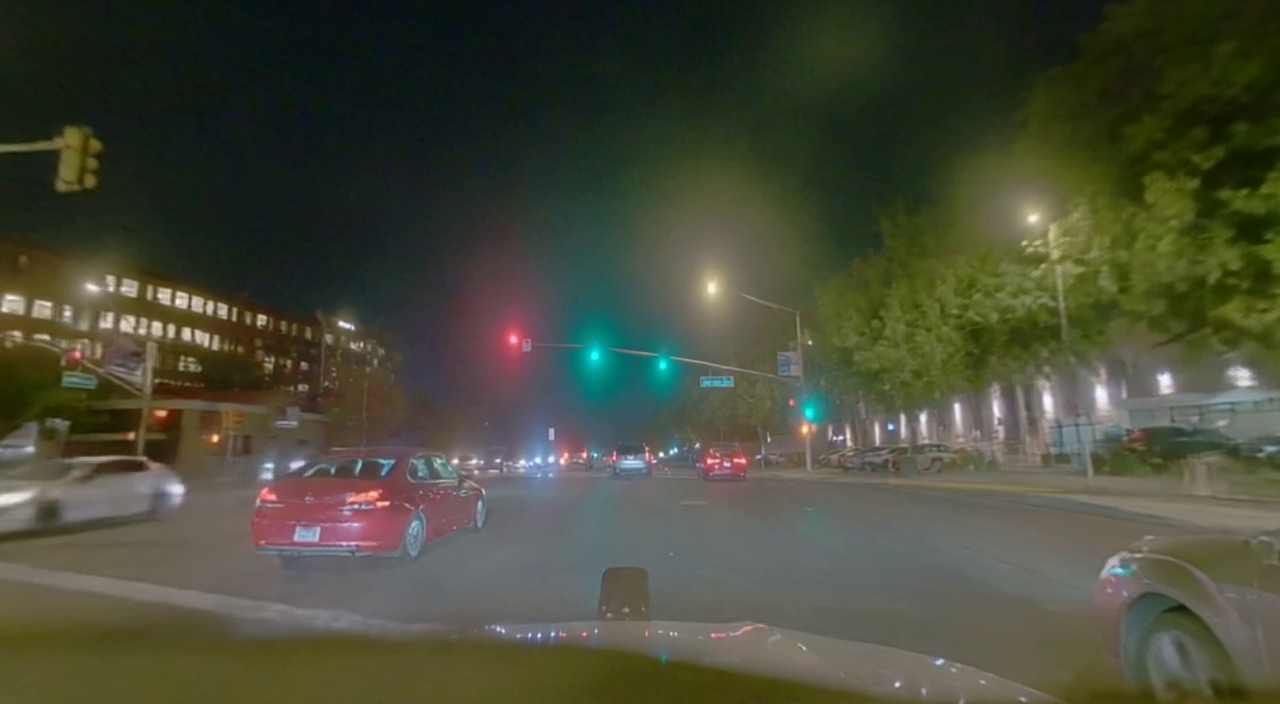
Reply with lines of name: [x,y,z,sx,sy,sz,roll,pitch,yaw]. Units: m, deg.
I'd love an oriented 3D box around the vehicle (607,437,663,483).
vehicle: [-0.205,4.895,28.873,2.361,1.898,4.465,0,-9,0]

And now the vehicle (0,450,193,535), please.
vehicle: [-12.435,2.903,13.708,2.008,1.498,4.557,0,-9,0]

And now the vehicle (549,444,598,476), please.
vehicle: [-3.537,5.841,34.297,2.130,1.645,3.995,0,-9,1]

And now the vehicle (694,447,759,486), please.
vehicle: [3.501,4.710,26.215,2.058,1.472,4.317,0,-9,0]

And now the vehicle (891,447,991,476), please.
vehicle: [16.157,5.868,34.023,4.407,1.492,1.930,0,-9,2]

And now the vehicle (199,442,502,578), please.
vehicle: [-3.424,1.930,8.493,2.115,1.369,3.908,0,-9,2]

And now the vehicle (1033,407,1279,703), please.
vehicle: [3.225,0.794,1.253,2.052,1.475,4.540,0,-9,2]

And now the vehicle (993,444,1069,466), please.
vehicle: [29.506,7.785,47.658,4.324,1.538,2.071,0,-9,-2]
